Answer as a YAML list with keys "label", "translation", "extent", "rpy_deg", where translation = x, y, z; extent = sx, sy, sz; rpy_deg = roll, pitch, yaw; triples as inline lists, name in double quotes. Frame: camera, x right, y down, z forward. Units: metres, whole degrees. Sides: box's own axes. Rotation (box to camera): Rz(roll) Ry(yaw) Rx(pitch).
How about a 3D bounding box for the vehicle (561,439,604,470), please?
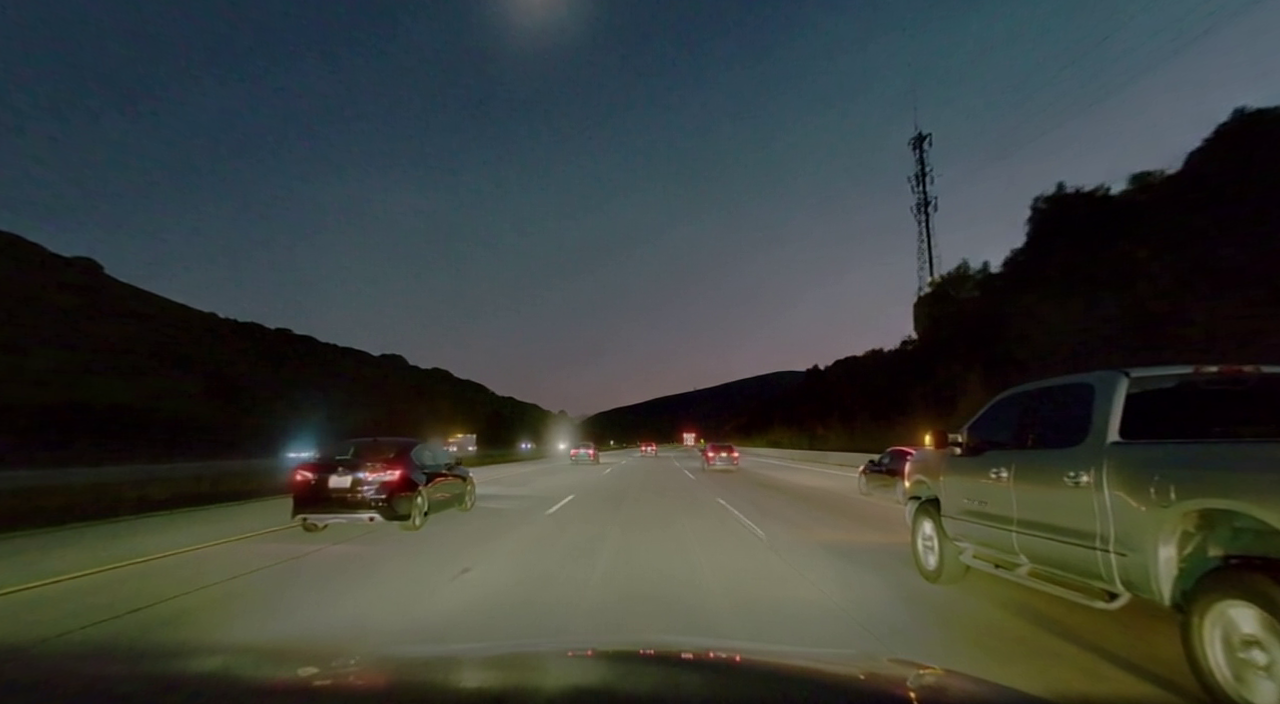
- label: "vehicle"
  translation: [-3.302, 5.971, 36.990]
  extent: [2.021, 1.679, 4.310]
  rpy_deg: [-1, -8, 2]

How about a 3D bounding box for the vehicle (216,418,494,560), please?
- label: "vehicle"
  translation: [-3.862, 1.944, 9.688]
  extent: [2.113, 1.636, 4.494]
  rpy_deg: [0, -8, 1]

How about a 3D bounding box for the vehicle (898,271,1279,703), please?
- label: "vehicle"
  translation: [3.462, 0.786, 3.205]
  extent: [2.098, 1.925, 5.171]
  rpy_deg: [0, -8, 0]

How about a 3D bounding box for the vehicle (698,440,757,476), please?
- label: "vehicle"
  translation: [3.898, 4.785, 28.775]
  extent: [2.046, 1.471, 4.333]
  rpy_deg: [0, -8, 0]
